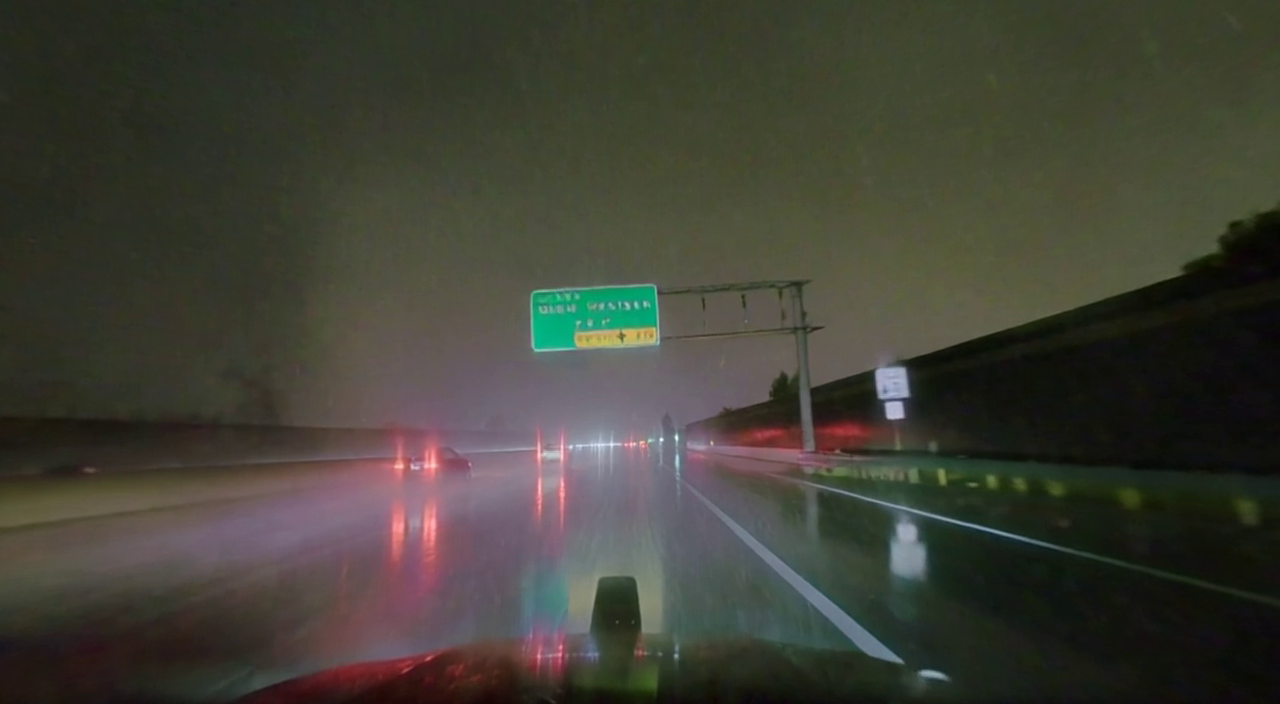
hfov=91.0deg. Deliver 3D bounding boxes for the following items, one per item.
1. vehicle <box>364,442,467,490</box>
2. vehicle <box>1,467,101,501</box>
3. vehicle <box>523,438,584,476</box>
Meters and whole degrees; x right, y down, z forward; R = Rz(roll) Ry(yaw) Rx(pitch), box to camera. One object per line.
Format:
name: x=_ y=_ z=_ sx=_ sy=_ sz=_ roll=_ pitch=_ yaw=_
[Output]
vehicle: x=-7.889 y=4.004 z=22.647 sx=1.924 sy=1.519 sz=4.791 roll=-1 pitch=-8 yaw=0
vehicle: x=-31.519 y=7.041 z=33.826 sx=1.715 sy=1.540 sz=3.744 roll=0 pitch=-8 yaw=-1
vehicle: x=-4.079 y=5.017 z=30.558 sx=2.200 sy=1.662 sz=5.091 roll=-1 pitch=-8 yaw=0
